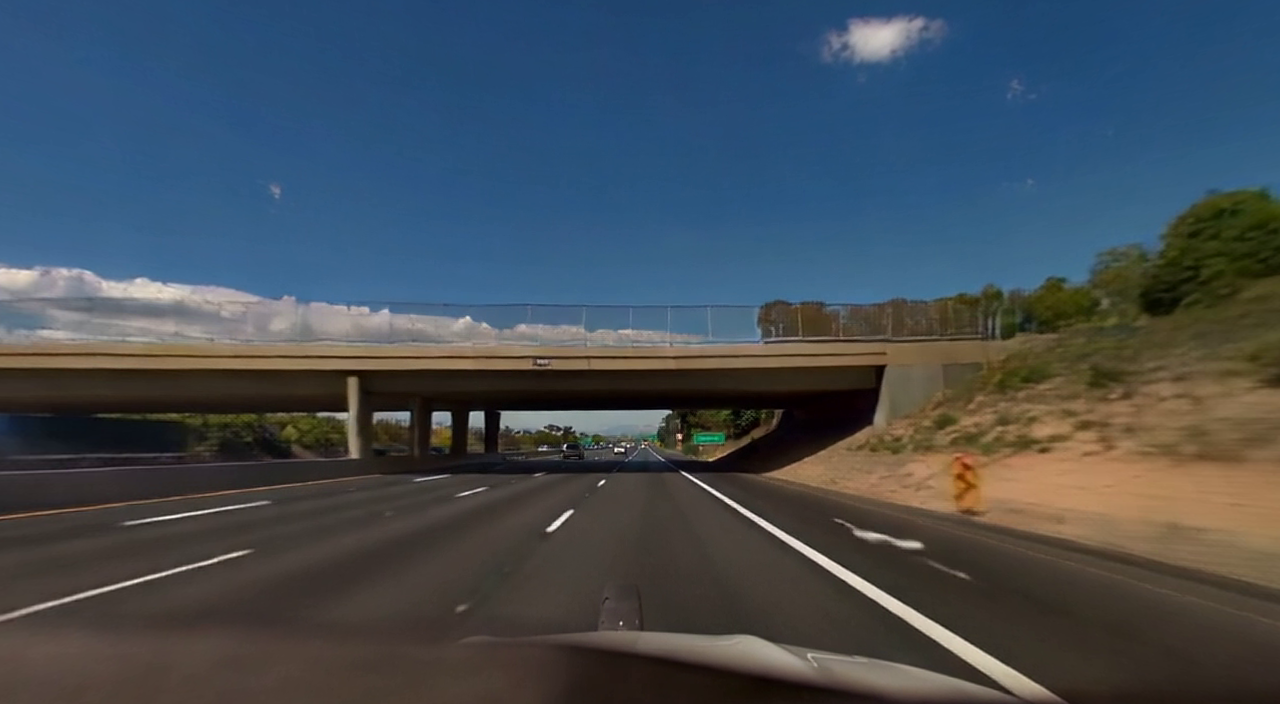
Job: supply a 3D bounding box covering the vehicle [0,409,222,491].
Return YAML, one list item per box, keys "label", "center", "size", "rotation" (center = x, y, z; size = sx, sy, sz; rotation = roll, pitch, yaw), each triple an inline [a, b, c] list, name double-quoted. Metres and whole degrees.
- label: "vehicle"
  center: [-28.147, 5.157, 33.364]
  size: [2.819, 3.437, 13.292]
  rotation: [0, -9, 0]
